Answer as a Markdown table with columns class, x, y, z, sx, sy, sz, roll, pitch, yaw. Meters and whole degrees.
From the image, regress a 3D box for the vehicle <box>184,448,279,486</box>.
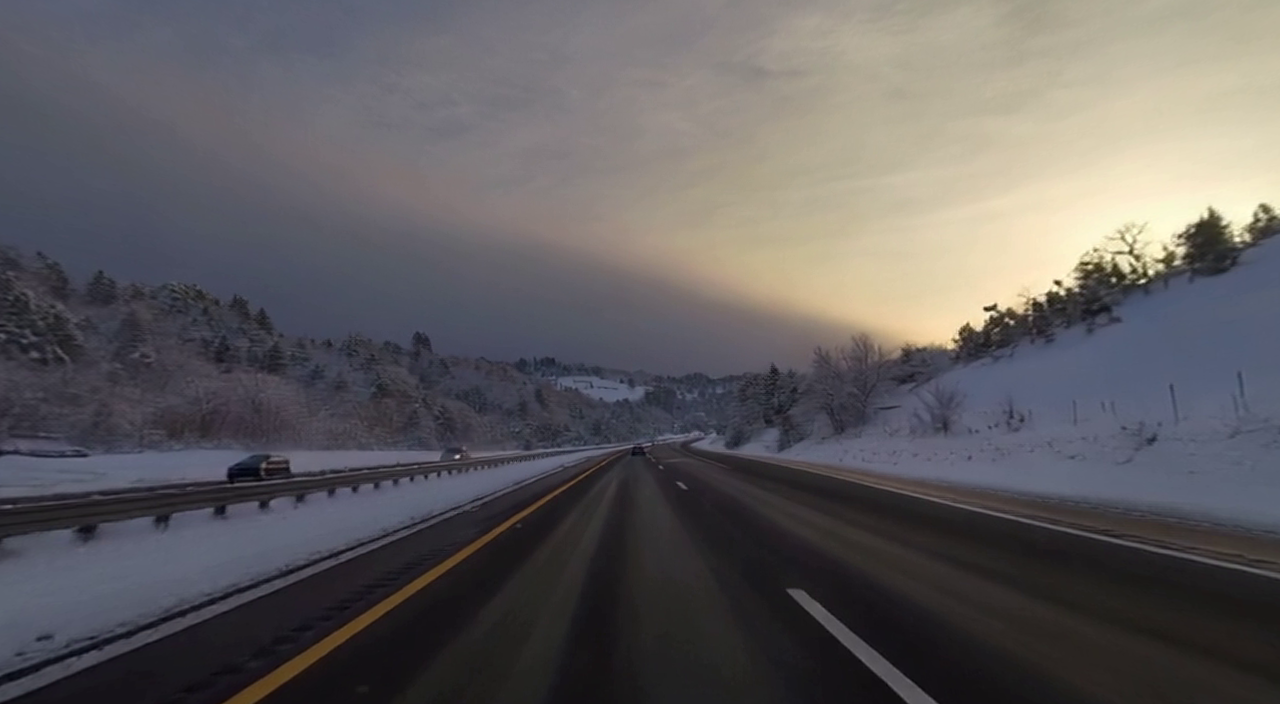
| class | x | y | z | sx | sy | sz | roll | pitch | yaw |
| --- | --- | --- | --- | --- | --- | --- | --- | --- | --- |
| vehicle | -21.142 | 5.936 | 32.961 | 1.946 | 1.778 | 4.485 | 0 | -9 | 0 |
